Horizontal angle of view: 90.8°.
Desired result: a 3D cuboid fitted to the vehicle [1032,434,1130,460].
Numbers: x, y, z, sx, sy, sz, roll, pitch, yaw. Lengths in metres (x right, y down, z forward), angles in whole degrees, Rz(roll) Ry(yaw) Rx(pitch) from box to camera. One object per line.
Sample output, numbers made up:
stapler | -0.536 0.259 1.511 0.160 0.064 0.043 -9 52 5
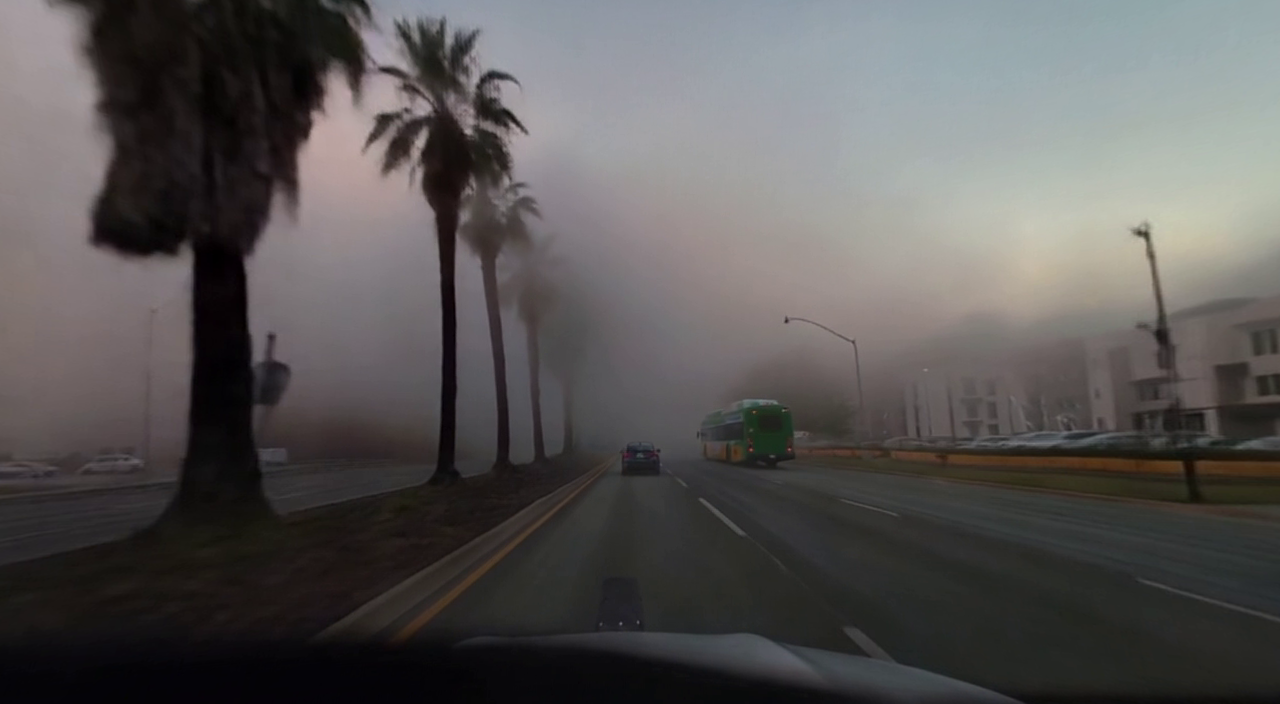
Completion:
vehicle | 25.780 5.568 37.012 4.319 1.444 1.888 0 -9 -2

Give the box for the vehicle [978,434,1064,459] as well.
vehicle | 25.190 6.267 41.862 4.492 1.492 1.855 -1 -9 -1

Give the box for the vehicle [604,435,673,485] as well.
vehicle | -0.076 3.555 21.074 2.065 1.477 4.306 0 -9 -1

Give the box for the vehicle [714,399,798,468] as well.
vehicle | 6.238 4.684 35.685 2.795 3.383 9.287 0 -9 -1

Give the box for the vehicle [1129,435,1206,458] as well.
vehicle | 34.757 6.235 41.678 3.494 1.498 1.704 0 -9 2
